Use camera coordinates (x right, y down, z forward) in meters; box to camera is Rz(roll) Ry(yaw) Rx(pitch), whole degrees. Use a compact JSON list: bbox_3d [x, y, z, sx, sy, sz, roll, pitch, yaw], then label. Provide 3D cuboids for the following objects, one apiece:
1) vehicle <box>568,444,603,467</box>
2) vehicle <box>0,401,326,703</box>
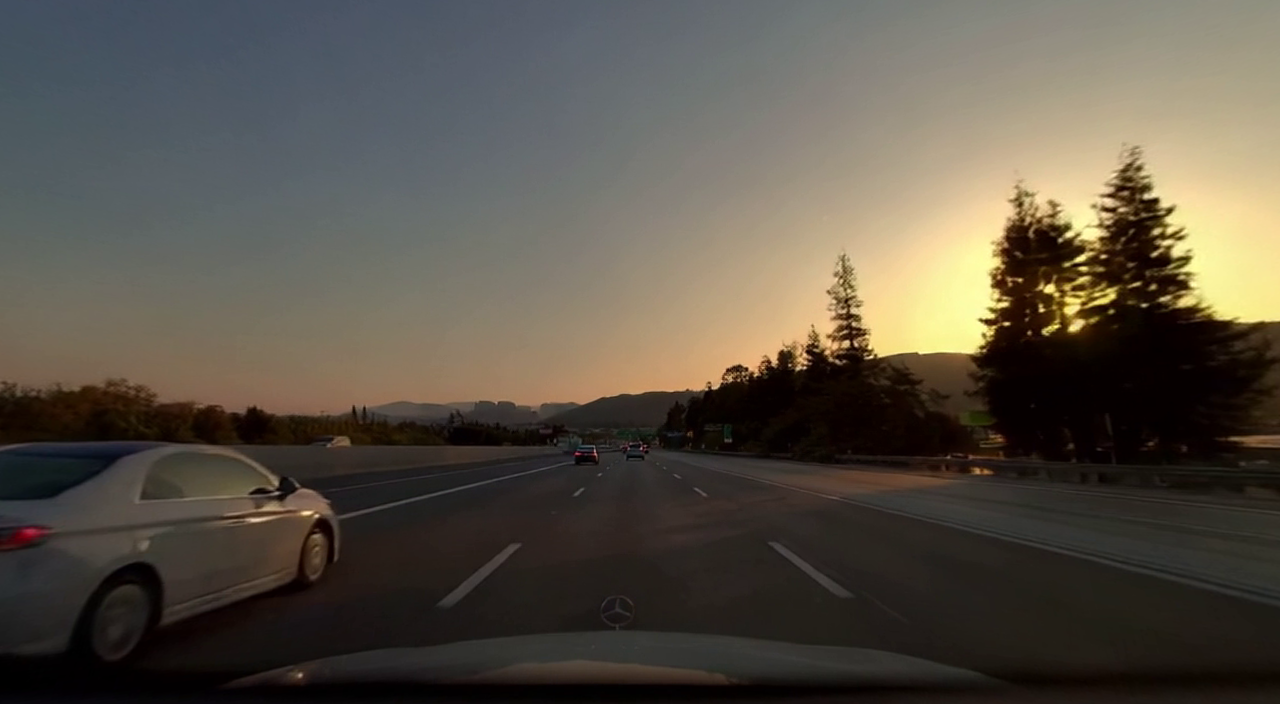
[{"bbox_3d":[-3.895,7.475,45.850,2.140,1.574,4.946,0,-8,-1],"label":"vehicle"},{"bbox_3d":[-4.017,1.071,3.390,2.187,1.527,4.849,0,-8,0],"label":"vehicle"}]
